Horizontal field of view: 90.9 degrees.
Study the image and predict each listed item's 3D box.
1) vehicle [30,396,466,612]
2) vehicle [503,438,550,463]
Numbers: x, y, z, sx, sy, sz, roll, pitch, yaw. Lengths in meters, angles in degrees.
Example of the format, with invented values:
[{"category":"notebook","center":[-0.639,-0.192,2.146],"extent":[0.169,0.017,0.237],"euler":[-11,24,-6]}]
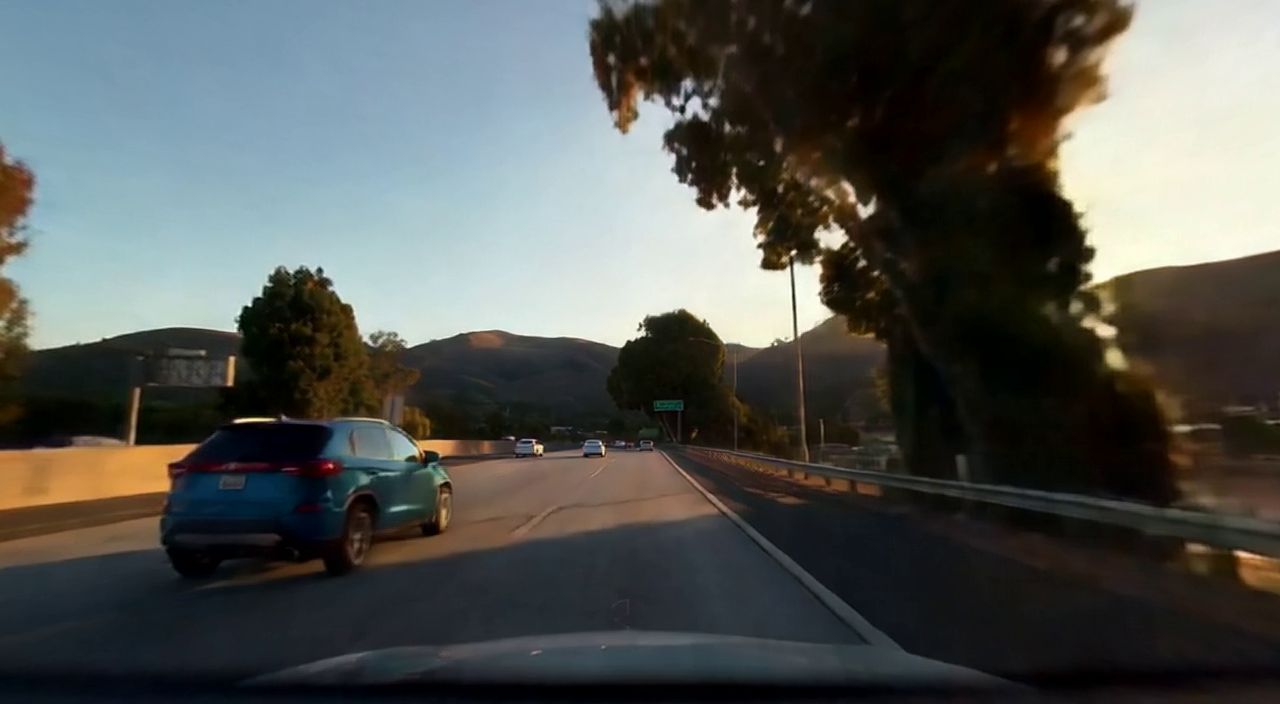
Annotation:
[{"category":"vehicle","center":[-3.770,1.538,7.333],"extent":[2.138,1.718,4.415],"euler":[0,-8,1]},{"category":"vehicle","center":[-7.121,6.230,40.107],"extent":[1.963,1.476,4.739],"euler":[-1,-8,2]}]
